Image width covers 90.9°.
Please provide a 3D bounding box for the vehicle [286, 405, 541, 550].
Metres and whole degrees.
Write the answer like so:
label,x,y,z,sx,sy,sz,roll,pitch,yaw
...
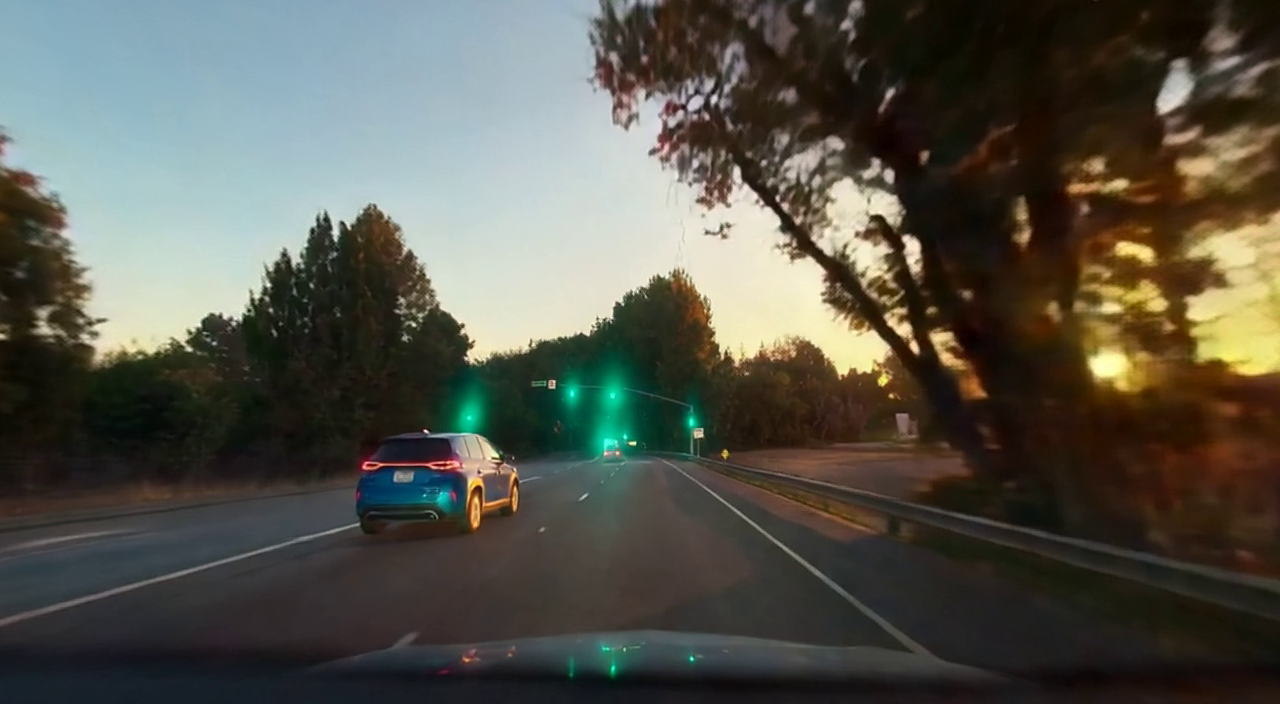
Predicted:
label,x,y,z,sx,sy,sz,roll,pitch,yaw
vehicle,-3.342,1.987,10.732,2.336,1.857,4.986,0,-8,2
